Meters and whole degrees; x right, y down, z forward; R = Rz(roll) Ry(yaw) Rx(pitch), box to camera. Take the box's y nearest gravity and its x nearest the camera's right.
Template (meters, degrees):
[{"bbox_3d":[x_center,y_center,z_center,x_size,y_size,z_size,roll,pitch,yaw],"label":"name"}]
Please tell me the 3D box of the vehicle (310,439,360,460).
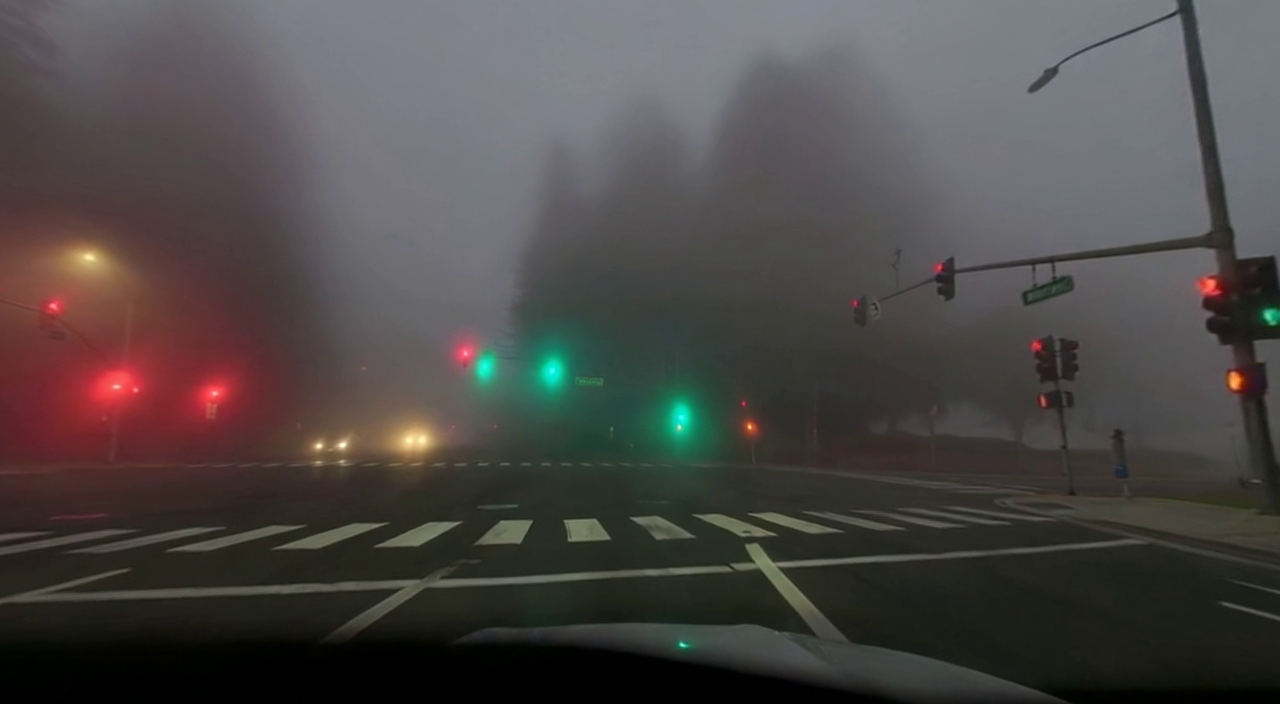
[{"bbox_3d":[-21.348,6.853,44.433,1.918,1.432,4.433,1,-9,-9],"label":"vehicle"}]
